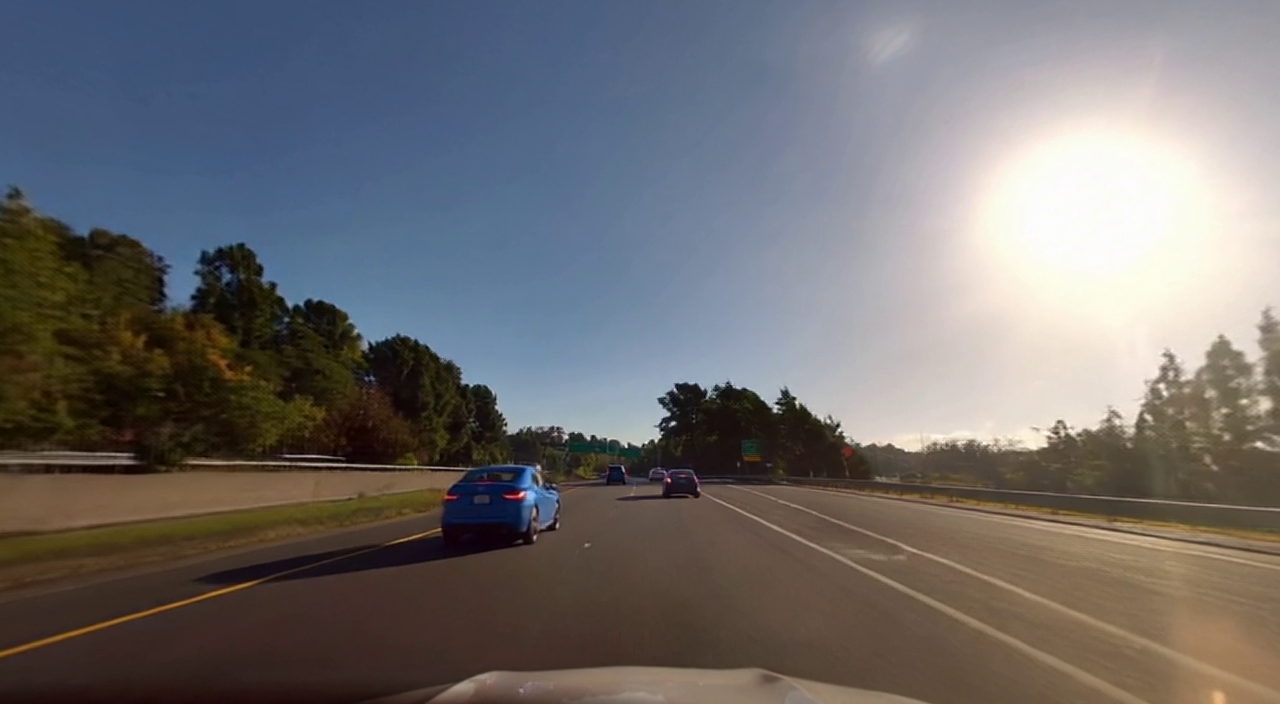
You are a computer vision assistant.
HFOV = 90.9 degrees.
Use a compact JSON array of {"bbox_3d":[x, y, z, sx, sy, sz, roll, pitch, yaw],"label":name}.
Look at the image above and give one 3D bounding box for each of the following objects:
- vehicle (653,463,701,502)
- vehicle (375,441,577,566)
[{"bbox_3d":[1.568,5.686,27.690,1.905,1.559,3.491,1,-10,0],"label":"vehicle"},{"bbox_3d":[-2.526,2.547,11.195,2.176,1.678,4.724,0,-10,1],"label":"vehicle"}]
